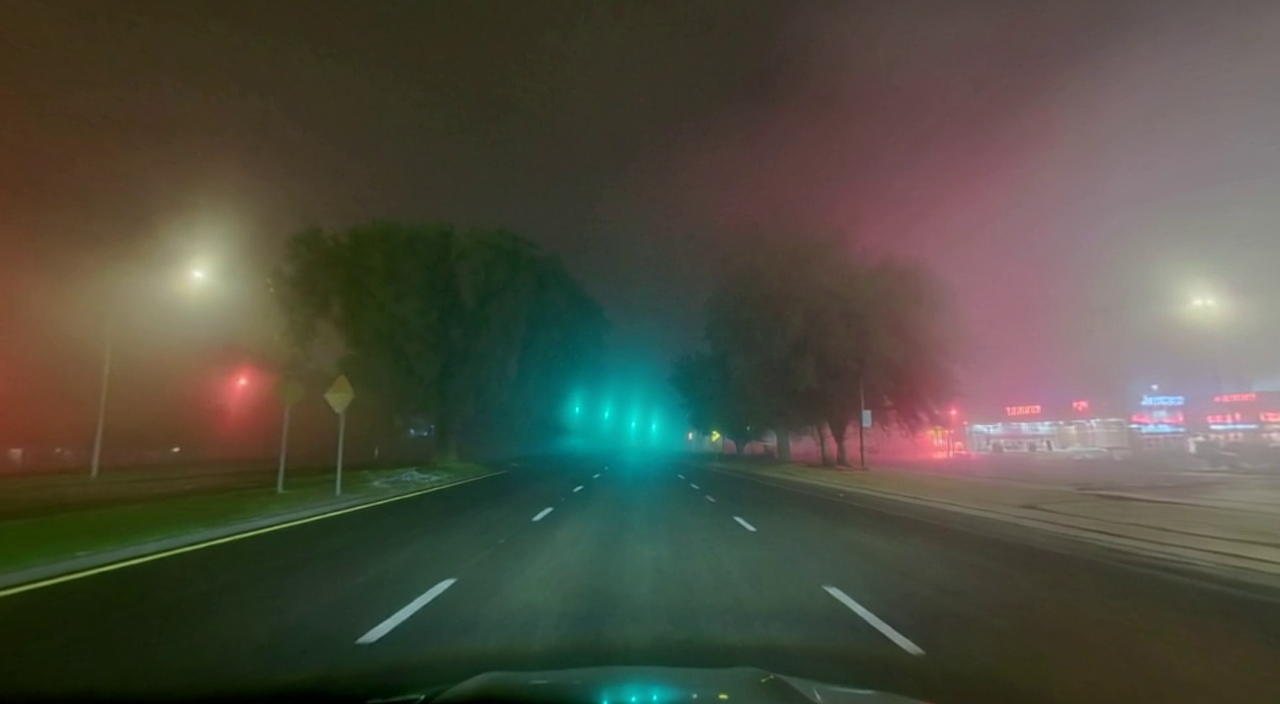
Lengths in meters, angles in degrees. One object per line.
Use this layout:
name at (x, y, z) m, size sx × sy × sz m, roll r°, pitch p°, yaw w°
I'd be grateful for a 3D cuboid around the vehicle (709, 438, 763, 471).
vehicle at (6.067, 6.582, 40.718) m, size 2.347 × 1.963 × 5.940 m, roll 0°, pitch -9°, yaw -1°
